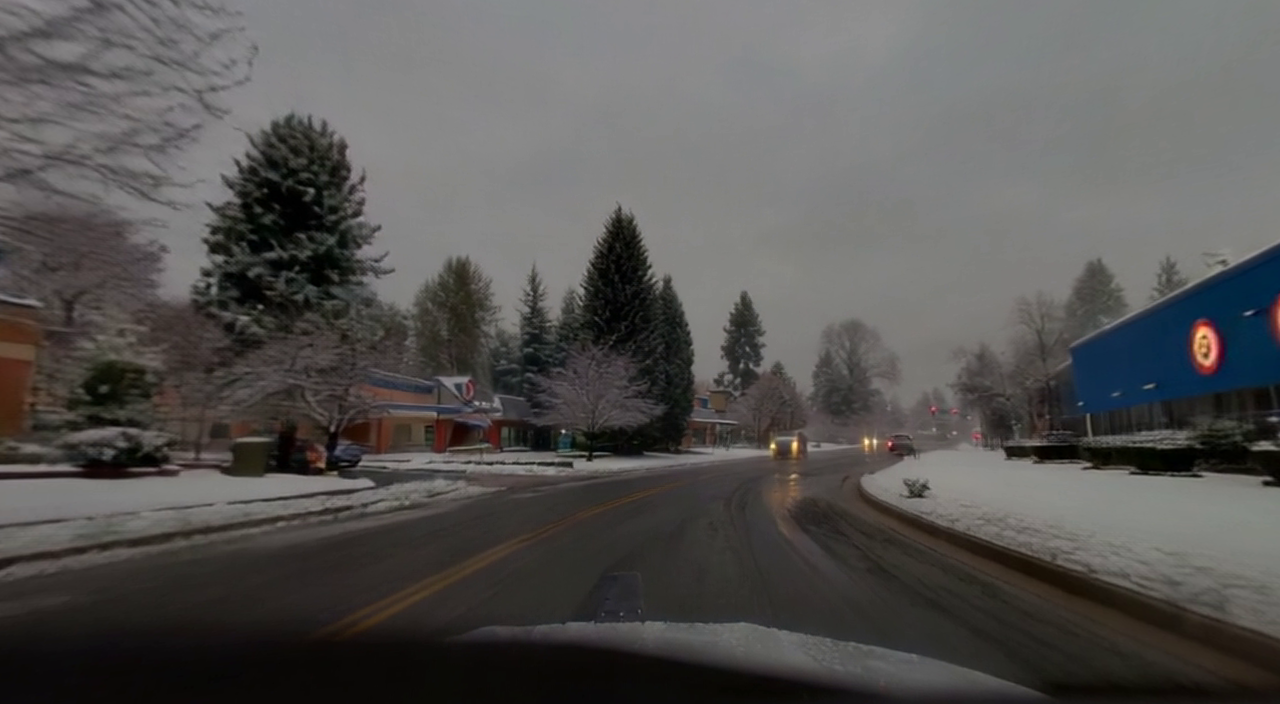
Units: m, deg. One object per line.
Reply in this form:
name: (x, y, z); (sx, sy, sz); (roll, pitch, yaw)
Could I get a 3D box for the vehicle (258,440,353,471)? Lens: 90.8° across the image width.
vehicle: (-19.472, 6.024, 36.933); (4.410, 1.689, 1.974); (1, -9, -10)

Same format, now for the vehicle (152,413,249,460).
vehicle: (-26.906, 5.293, 38.983); (2.576, 2.597, 5.438); (0, -10, -8)
